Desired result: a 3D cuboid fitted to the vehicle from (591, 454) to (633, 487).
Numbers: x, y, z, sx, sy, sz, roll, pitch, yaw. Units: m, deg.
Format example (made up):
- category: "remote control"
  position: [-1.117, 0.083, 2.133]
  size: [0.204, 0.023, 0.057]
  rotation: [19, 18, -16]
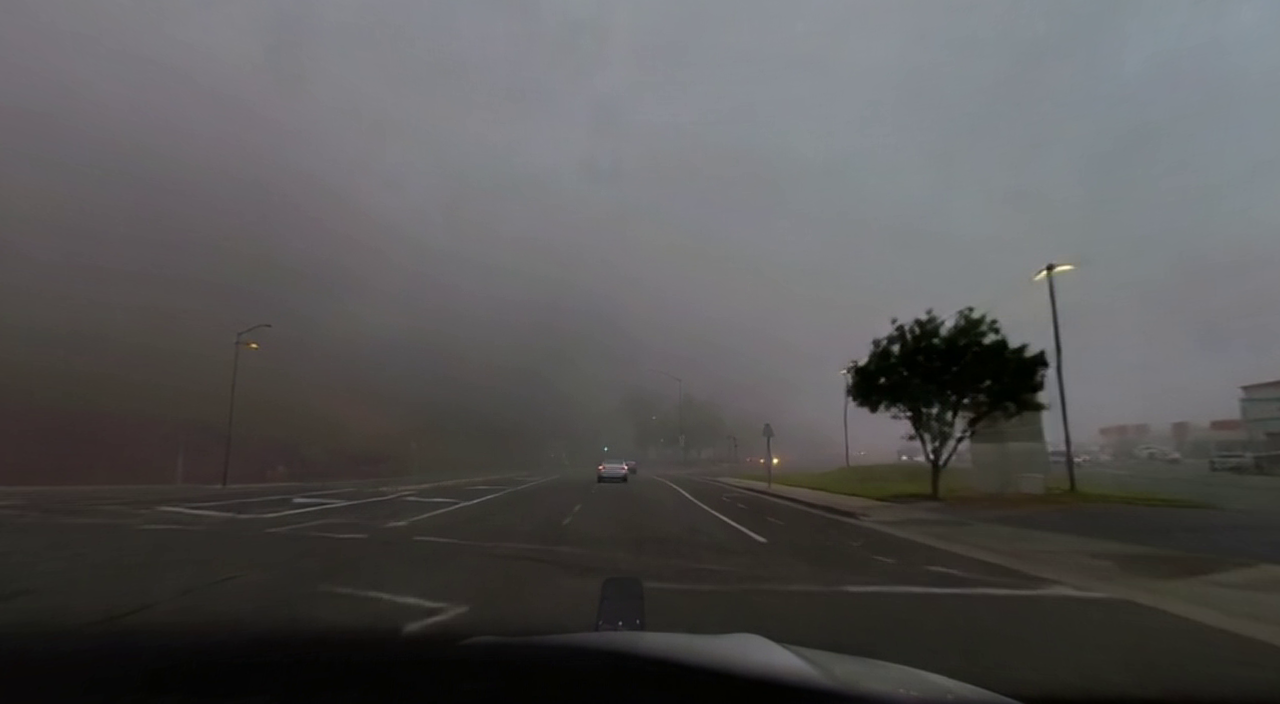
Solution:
- category: "vehicle"
  position: [-1.372, 5.665, 30.583]
  size: [1.917, 1.418, 3.987]
  rotation: [0, -8, -3]
